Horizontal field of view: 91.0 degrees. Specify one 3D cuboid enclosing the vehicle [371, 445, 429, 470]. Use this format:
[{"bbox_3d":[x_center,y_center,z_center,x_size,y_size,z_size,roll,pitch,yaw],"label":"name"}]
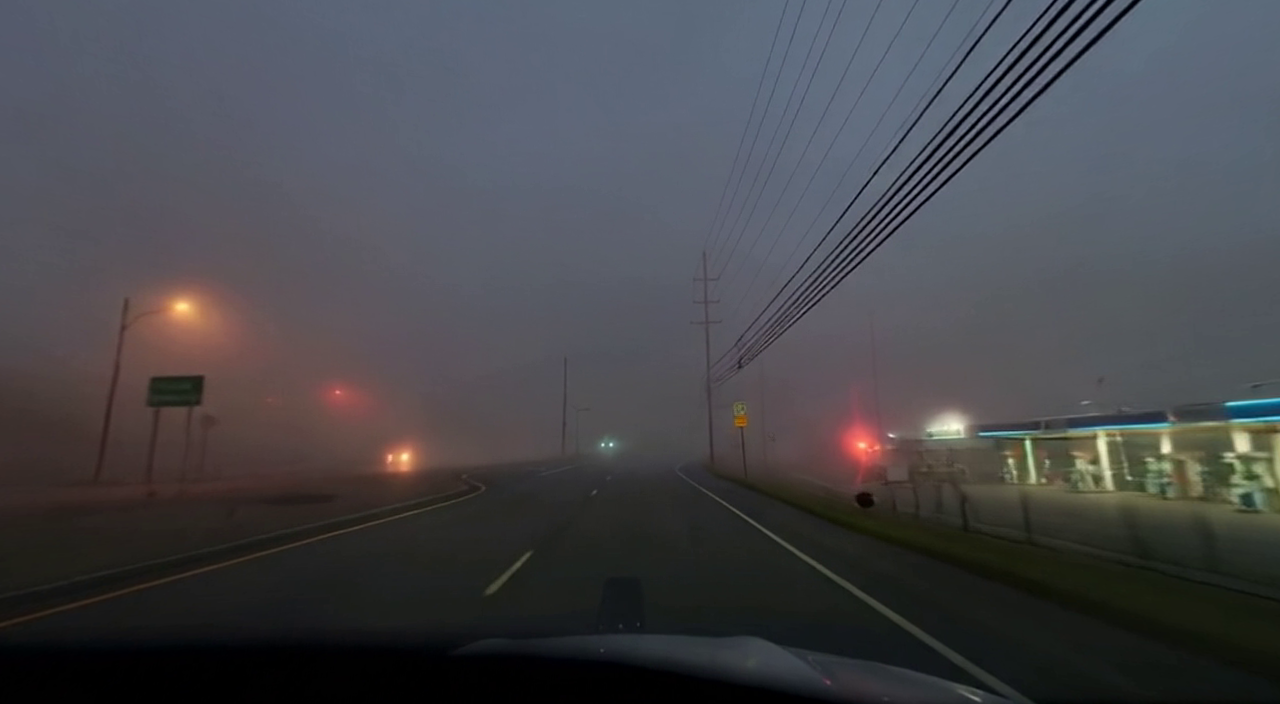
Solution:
[{"bbox_3d":[-17.051,7.521,44.992,2.011,1.646,4.522,-1,-9,5],"label":"vehicle"}]
